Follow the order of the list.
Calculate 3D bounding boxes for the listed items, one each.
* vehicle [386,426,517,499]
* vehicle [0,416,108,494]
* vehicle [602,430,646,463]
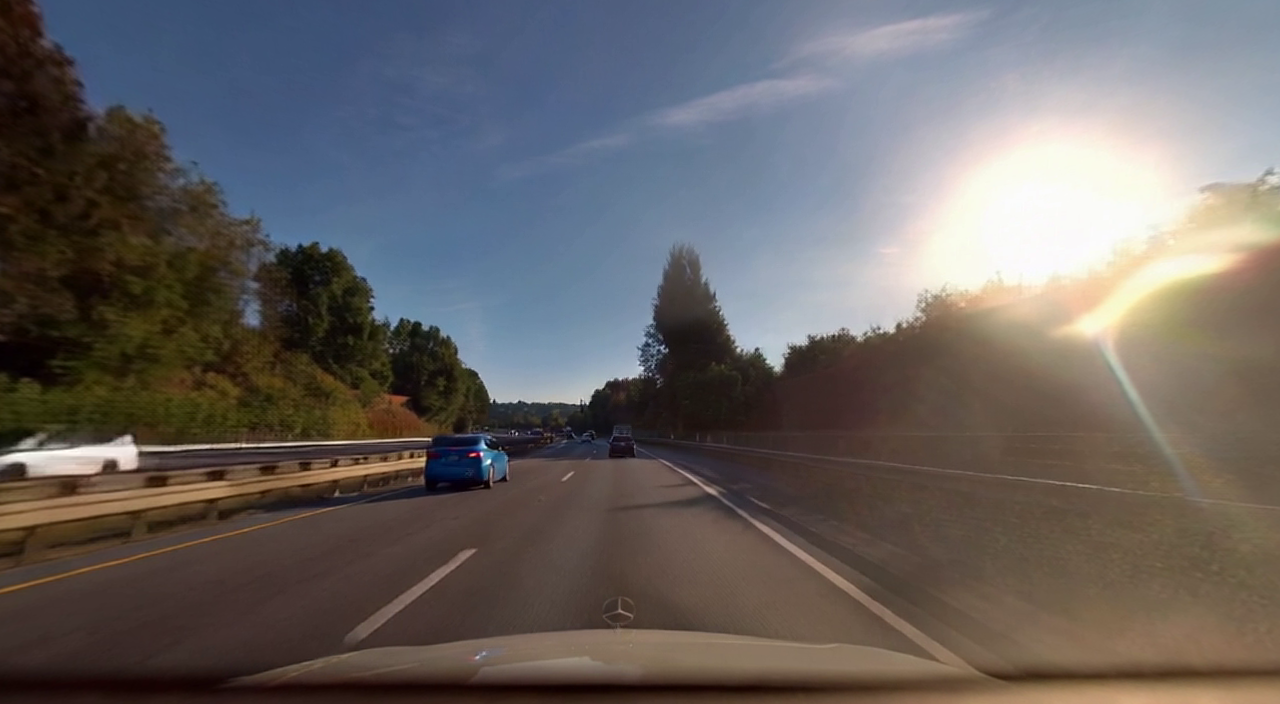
[{"bbox_3d":[-4.381,2.610,15.392,1.975,1.518,4.242,0,-8,-1],"label":"vehicle"},{"bbox_3d":[-12.829,1.959,12.164,1.833,1.435,3.686,1,-8,0],"label":"vehicle"},{"bbox_3d":[-0.849,4.958,33.321,2.162,1.616,4.242,0,-8,-1],"label":"vehicle"}]
